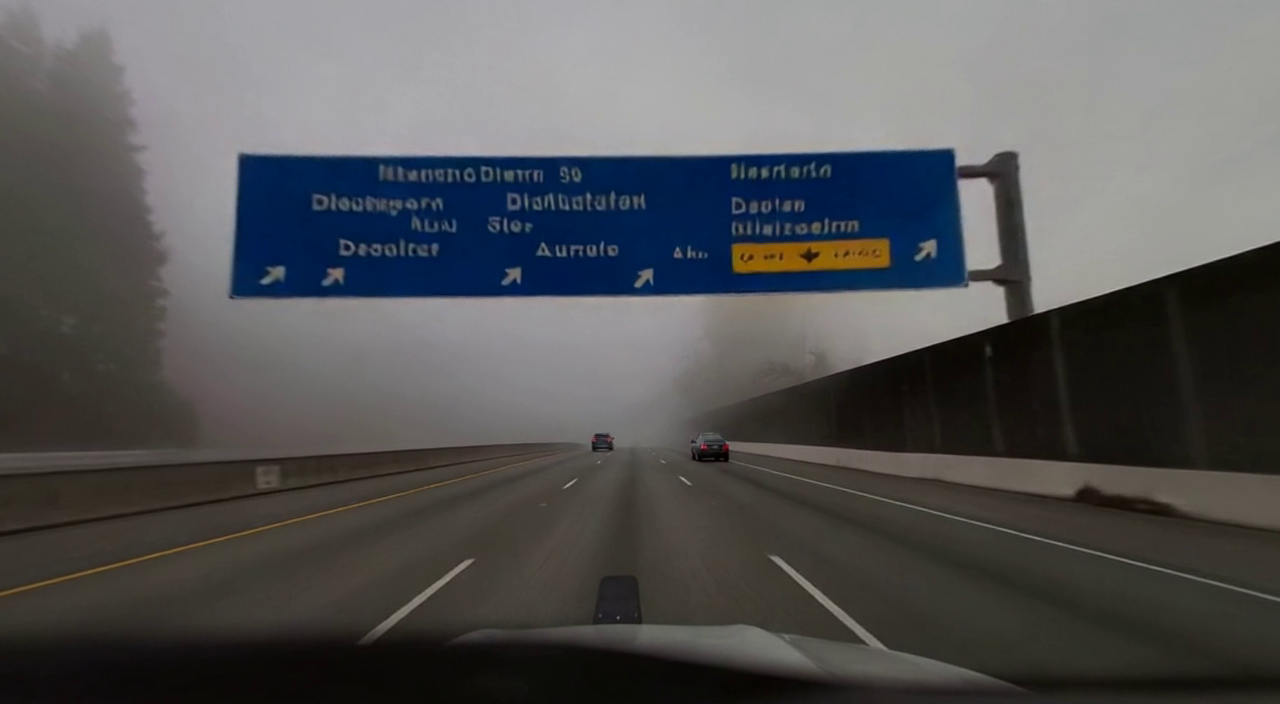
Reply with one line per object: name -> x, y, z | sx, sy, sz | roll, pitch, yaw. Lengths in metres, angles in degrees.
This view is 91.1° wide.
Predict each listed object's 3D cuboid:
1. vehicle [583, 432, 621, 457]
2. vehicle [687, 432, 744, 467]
vehicle -> -2.527, 6.262, 42.739 | 2.219, 1.660, 4.153 | 0, -8, 1
vehicle -> 3.510, 4.638, 30.234 | 2.077, 1.523, 4.539 | 0, -8, -2
